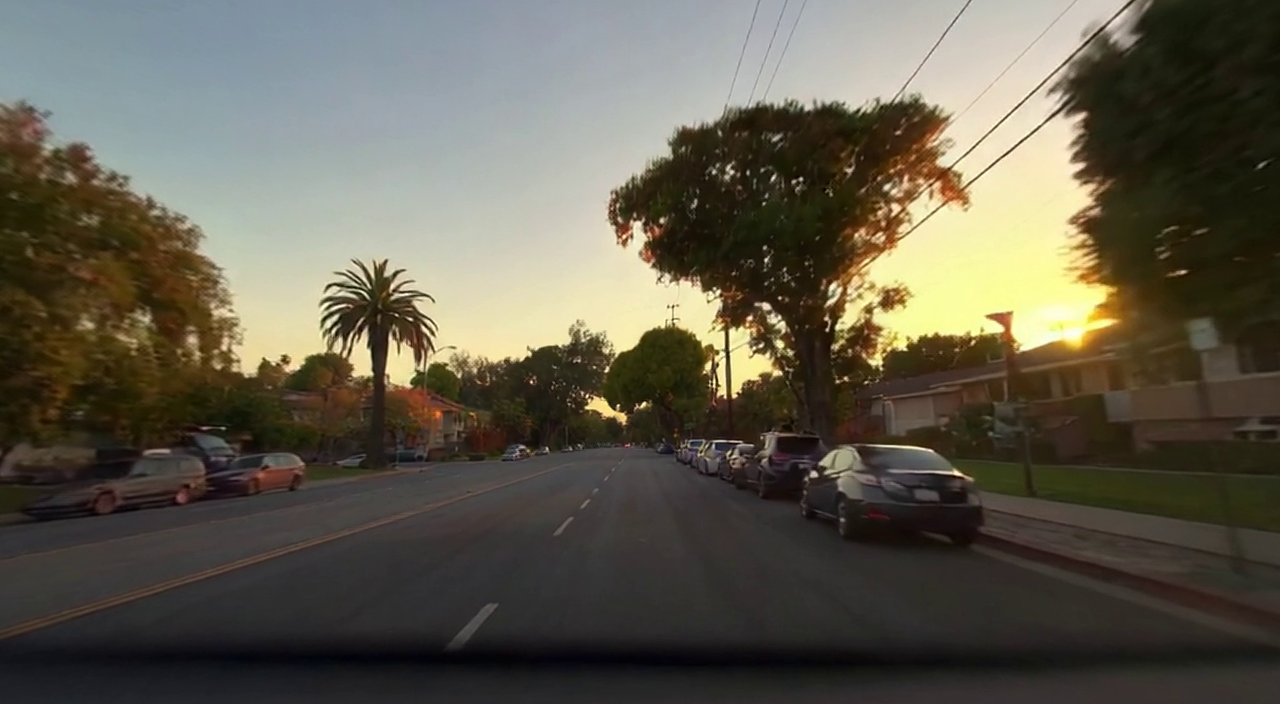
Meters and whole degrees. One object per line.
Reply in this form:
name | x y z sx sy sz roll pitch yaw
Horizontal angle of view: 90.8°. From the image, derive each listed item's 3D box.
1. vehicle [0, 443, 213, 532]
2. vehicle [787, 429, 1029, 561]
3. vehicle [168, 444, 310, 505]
vehicle | -13.640 3.349 16.365 2.047 1.783 4.572 -1 -7 -2
vehicle | 3.700 2.036 9.773 1.981 1.546 4.372 0 -9 3
vehicle | -13.711 4.153 22.004 1.926 1.790 4.494 0 -7 1
